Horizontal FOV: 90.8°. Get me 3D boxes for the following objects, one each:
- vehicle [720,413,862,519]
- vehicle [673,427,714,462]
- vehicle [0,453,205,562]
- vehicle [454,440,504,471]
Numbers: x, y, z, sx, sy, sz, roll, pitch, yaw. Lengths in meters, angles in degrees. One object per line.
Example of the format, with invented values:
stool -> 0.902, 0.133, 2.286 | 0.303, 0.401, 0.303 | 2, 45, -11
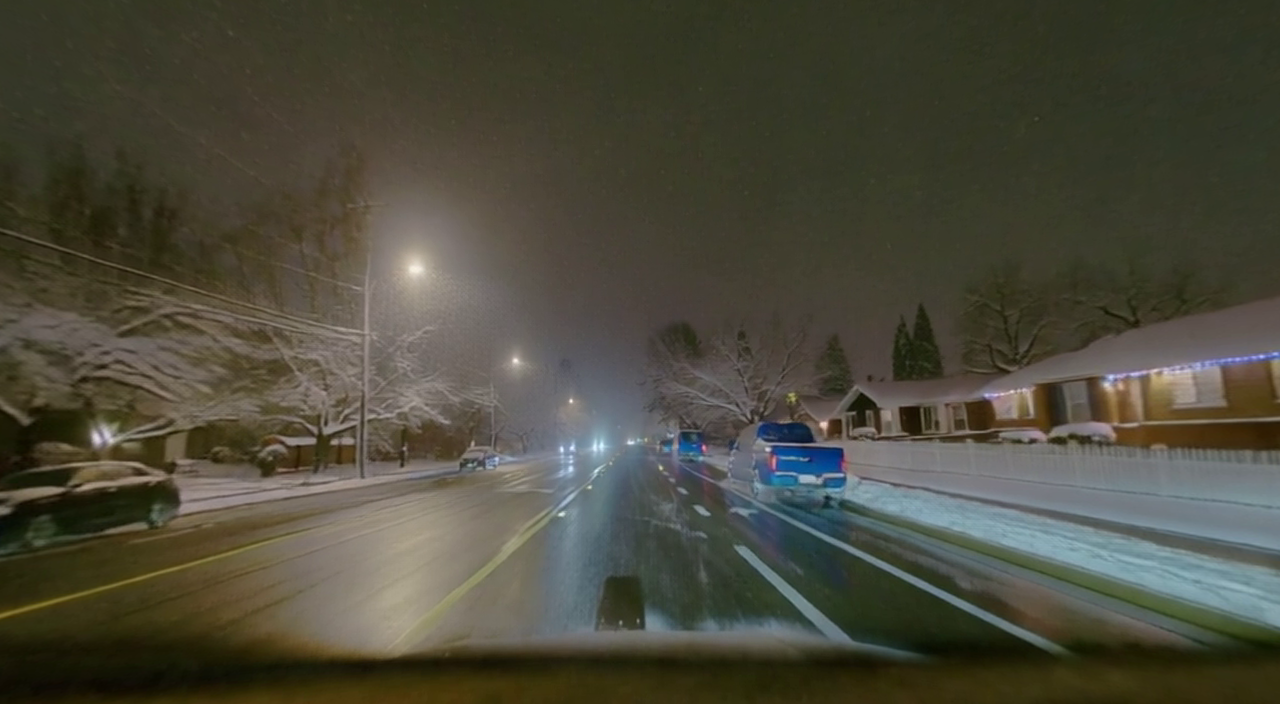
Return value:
vehicle -> 3.733, 2.949, 17.032 | 2.504, 2.114, 6.073 | 5, -8, 3
vehicle -> 3.933, 6.947, 47.474 | 2.459, 2.452, 5.731 | 0, -8, -1
vehicle -> -10.792, 2.797, 11.866 | 2.049, 1.527, 4.677 | -4, -8, -1
vehicle -> -11.235, 7.245, 44.463 | 2.301, 1.855, 4.983 | -4, -8, -1
